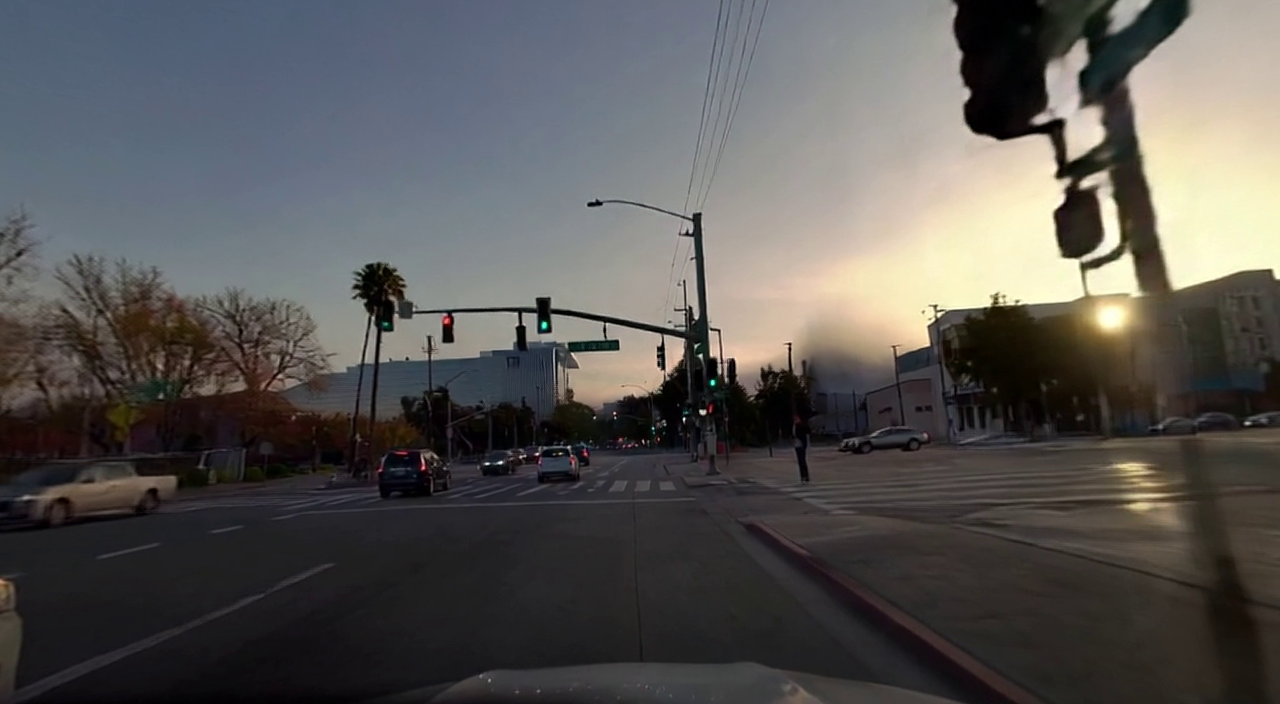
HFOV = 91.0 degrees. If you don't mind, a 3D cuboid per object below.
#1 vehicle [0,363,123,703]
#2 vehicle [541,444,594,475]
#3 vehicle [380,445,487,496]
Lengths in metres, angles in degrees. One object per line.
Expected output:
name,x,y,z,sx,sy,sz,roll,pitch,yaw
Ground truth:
vehicle,-3.418,0.615,0.558,2.042,1.673,4.516,0,-9,0
vehicle,-3.626,5.472,32.254,2.147,1.472,4.406,0,-9,1
vehicle,-6.586,3.818,20.711,1.960,1.479,4.654,0,-9,0
